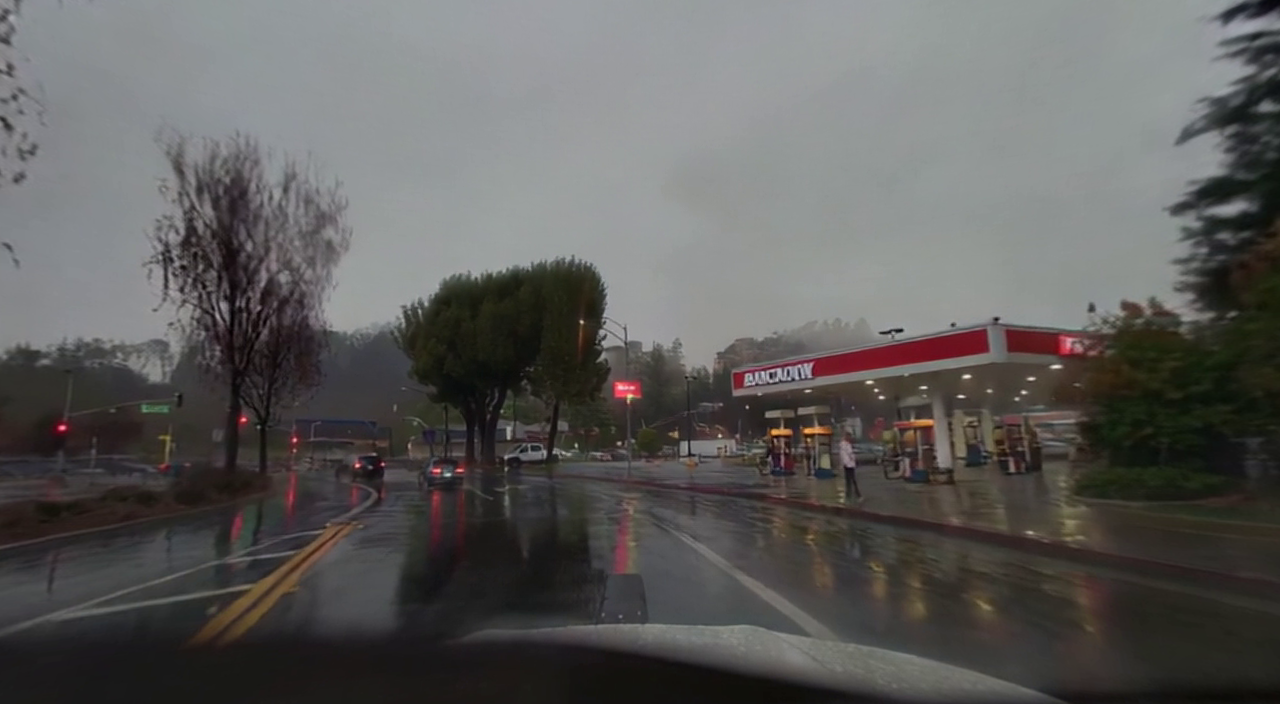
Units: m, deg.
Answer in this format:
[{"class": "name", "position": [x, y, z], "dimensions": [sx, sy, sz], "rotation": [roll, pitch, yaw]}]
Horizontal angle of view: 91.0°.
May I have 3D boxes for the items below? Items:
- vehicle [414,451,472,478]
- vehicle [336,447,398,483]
[{"class": "vehicle", "position": [-14.414, 8.186, 45.984], "dimensions": [2.202, 1.822, 4.826], "rotation": [8, -12, -40]}, {"class": "vehicle", "position": [-16.697, 6.831, 38.344], "dimensions": [2.254, 2.006, 4.766], "rotation": [7, -11, -37]}]
